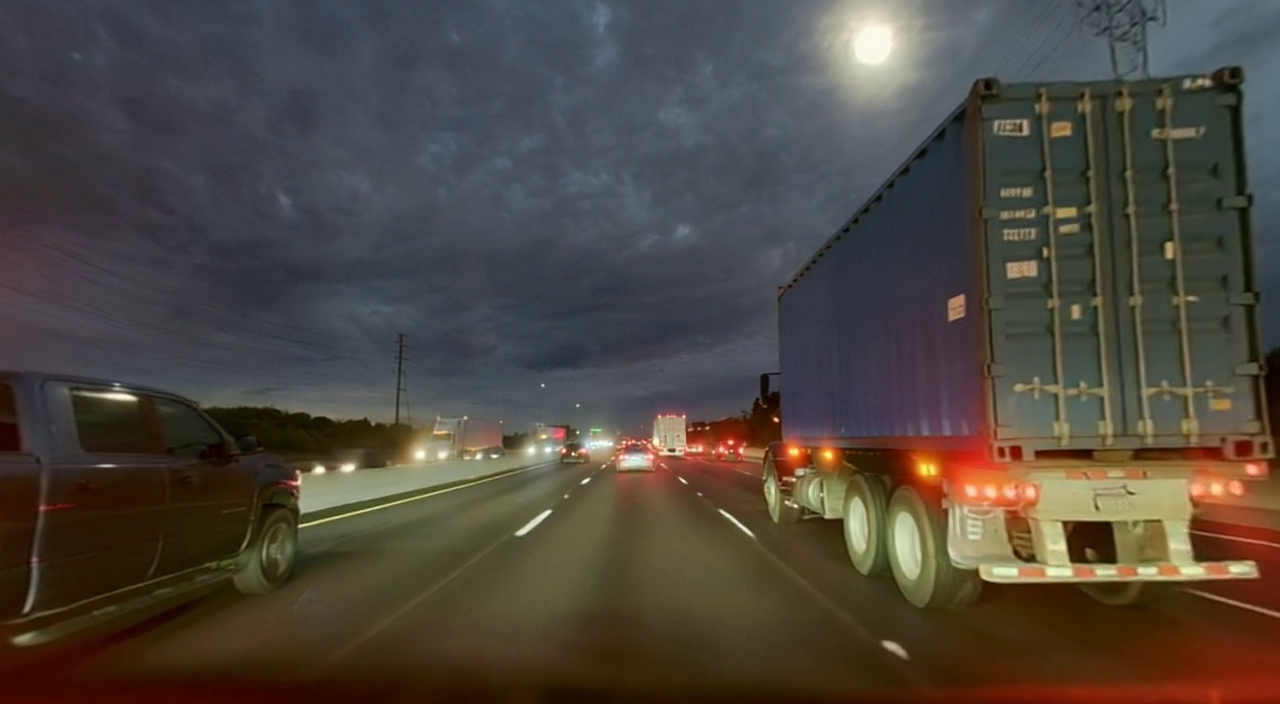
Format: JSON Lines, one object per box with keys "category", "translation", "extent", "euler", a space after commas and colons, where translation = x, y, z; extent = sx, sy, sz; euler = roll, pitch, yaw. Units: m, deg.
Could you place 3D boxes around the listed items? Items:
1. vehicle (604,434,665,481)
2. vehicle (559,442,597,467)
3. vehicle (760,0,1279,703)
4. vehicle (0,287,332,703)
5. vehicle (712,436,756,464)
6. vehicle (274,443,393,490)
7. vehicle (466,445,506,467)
{"category": "vehicle", "translation": [-0.211, 4.164, 25.040], "extent": [2.191, 1.685, 4.015], "euler": [0, -9, 0]}
{"category": "vehicle", "translation": [-3.966, 6.677, 41.328], "extent": [2.025, 1.498, 4.675], "euler": [0, -9, 0]}
{"category": "vehicle", "translation": [3.422, 0.243, 5.542], "extent": [3.013, 3.940, 7.933], "euler": [0, -9, -1]}
{"category": "vehicle", "translation": [-4.114, 0.735, 2.891], "extent": [2.323, 2.046, 6.006], "euler": [0, -9, 1]}
{"category": "vehicle", "translation": [6.928, 7.298, 47.131], "extent": [2.302, 1.973, 5.502], "euler": [0, -9, -1]}
{"category": "vehicle", "translation": [-10.869, 4.077, 22.868], "extent": [2.054, 1.489, 4.507], "euler": [0, -9, 0]}
{"category": "vehicle", "translation": [-10.725, 7.284, 44.324], "extent": [1.850, 1.453, 3.853], "euler": [0, -9, 0]}
